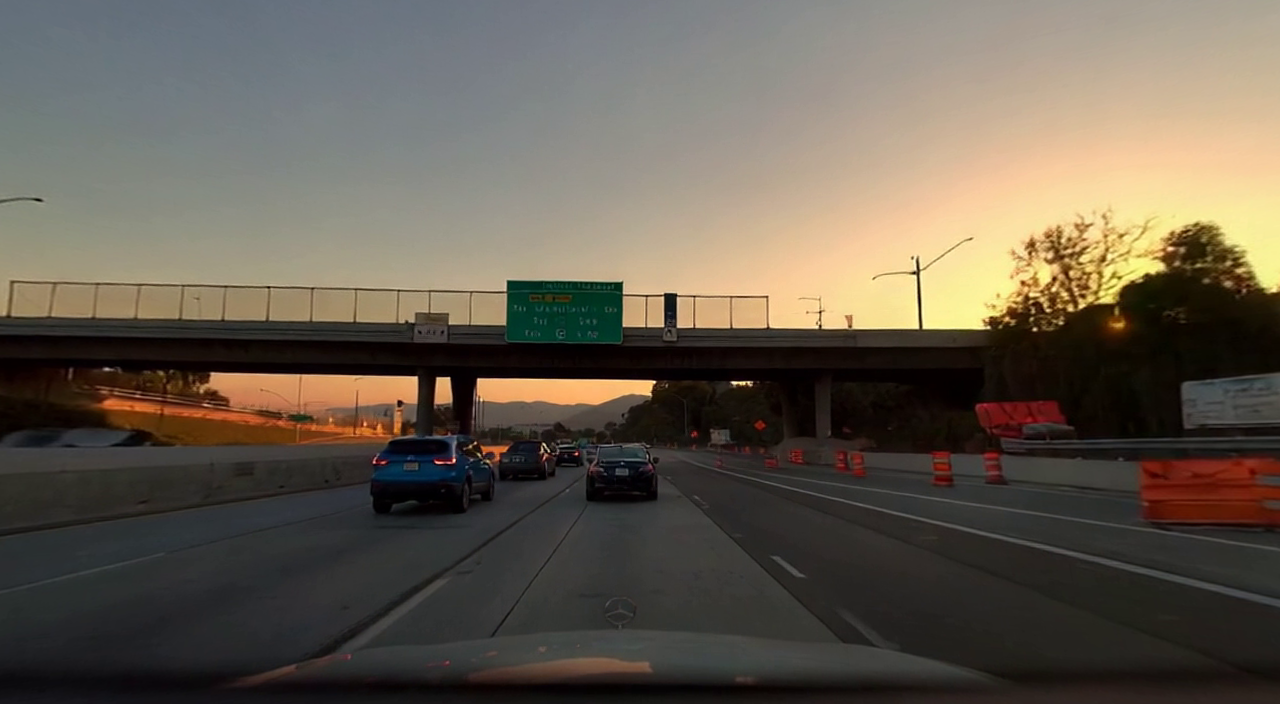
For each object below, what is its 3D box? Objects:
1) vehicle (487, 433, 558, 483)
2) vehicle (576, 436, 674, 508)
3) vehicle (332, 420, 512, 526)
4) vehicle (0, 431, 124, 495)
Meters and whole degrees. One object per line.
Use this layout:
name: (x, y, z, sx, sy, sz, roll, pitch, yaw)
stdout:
vehicle: (-4.337, 3.980, 23.980, 1.982, 1.727, 4.057, 0, -9, -1)
vehicle: (-0.400, 2.826, 15.313, 2.069, 1.484, 3.982, 0, -9, -2)
vehicle: (-3.953, 2.273, 12.341, 2.025, 1.708, 4.089, 0, -9, 0)
vehicle: (-18.263, 3.252, 18.956, 1.936, 1.710, 4.301, 0, -8, -1)
